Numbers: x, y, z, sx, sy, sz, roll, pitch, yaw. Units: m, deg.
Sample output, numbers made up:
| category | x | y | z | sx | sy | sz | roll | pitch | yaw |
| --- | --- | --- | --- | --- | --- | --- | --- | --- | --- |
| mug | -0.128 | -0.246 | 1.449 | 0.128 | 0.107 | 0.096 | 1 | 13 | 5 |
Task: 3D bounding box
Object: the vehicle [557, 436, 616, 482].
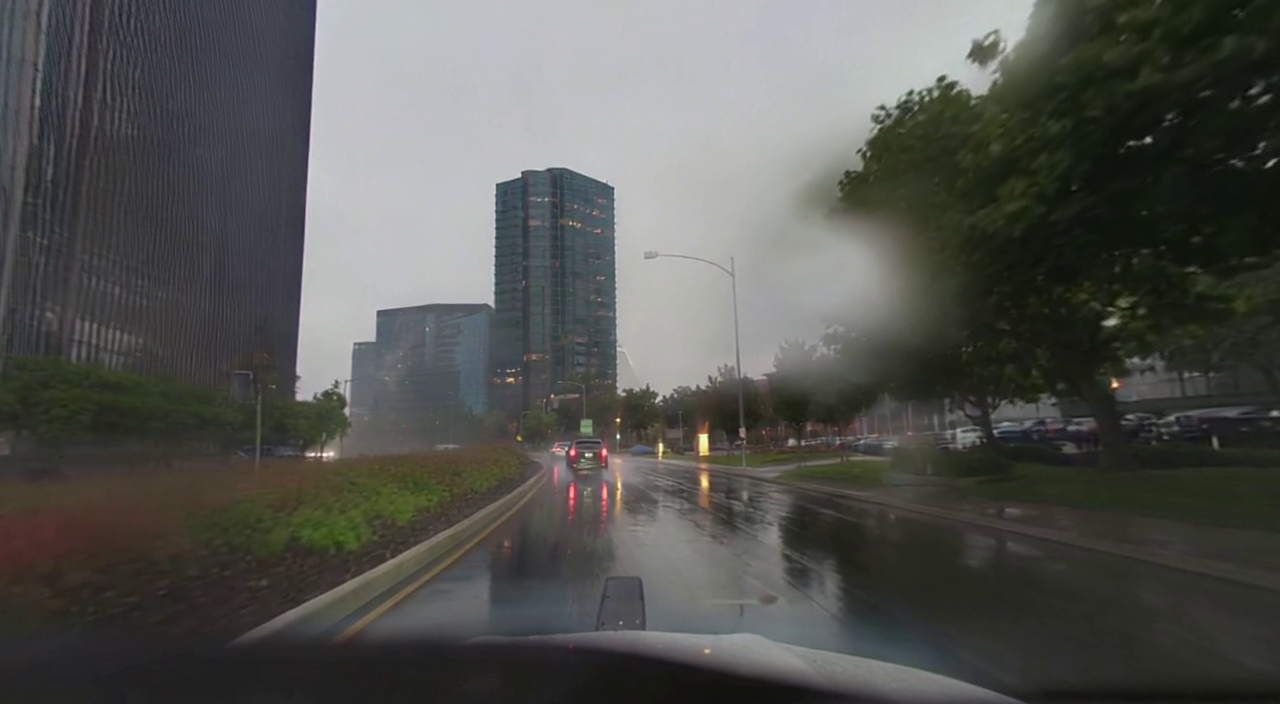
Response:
| category | x | y | z | sx | sy | sz | roll | pitch | yaw |
| --- | --- | --- | --- | --- | --- | --- | --- | --- | --- |
| vehicle | -2.202 | 4.343 | 25.890 | 2.183 | 1.675 | 4.319 | 1 | -8 | -5 |
